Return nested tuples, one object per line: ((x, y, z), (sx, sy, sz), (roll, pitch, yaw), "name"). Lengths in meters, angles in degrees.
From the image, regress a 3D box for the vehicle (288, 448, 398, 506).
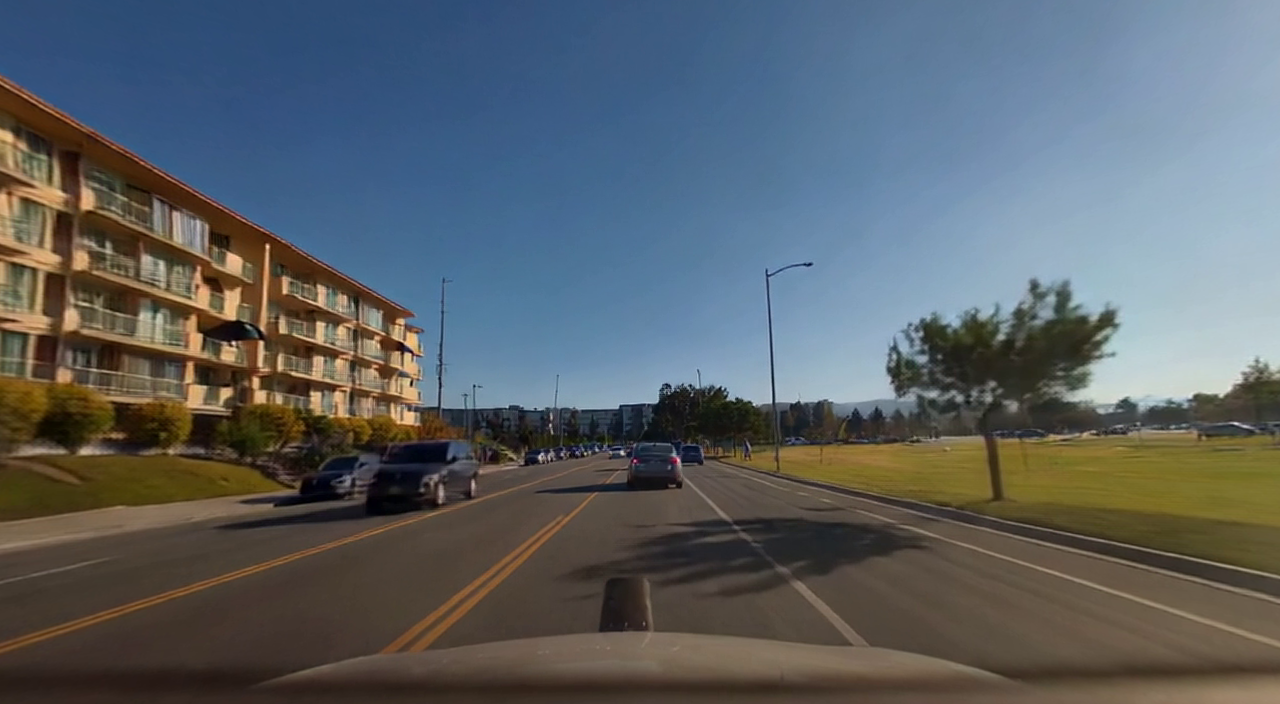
((-10.213, 4.254, 22.015), (1.932, 1.607, 4.191), (-5, -8, -2), "vehicle")

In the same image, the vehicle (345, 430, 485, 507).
((-6.048, 3.183, 17.685), (2.065, 1.838, 4.846), (0, -9, 1), "vehicle")

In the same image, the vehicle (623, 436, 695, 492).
((0.577, 3.606, 20.558), (2.132, 1.632, 3.838), (0, -9, 0), "vehicle")
